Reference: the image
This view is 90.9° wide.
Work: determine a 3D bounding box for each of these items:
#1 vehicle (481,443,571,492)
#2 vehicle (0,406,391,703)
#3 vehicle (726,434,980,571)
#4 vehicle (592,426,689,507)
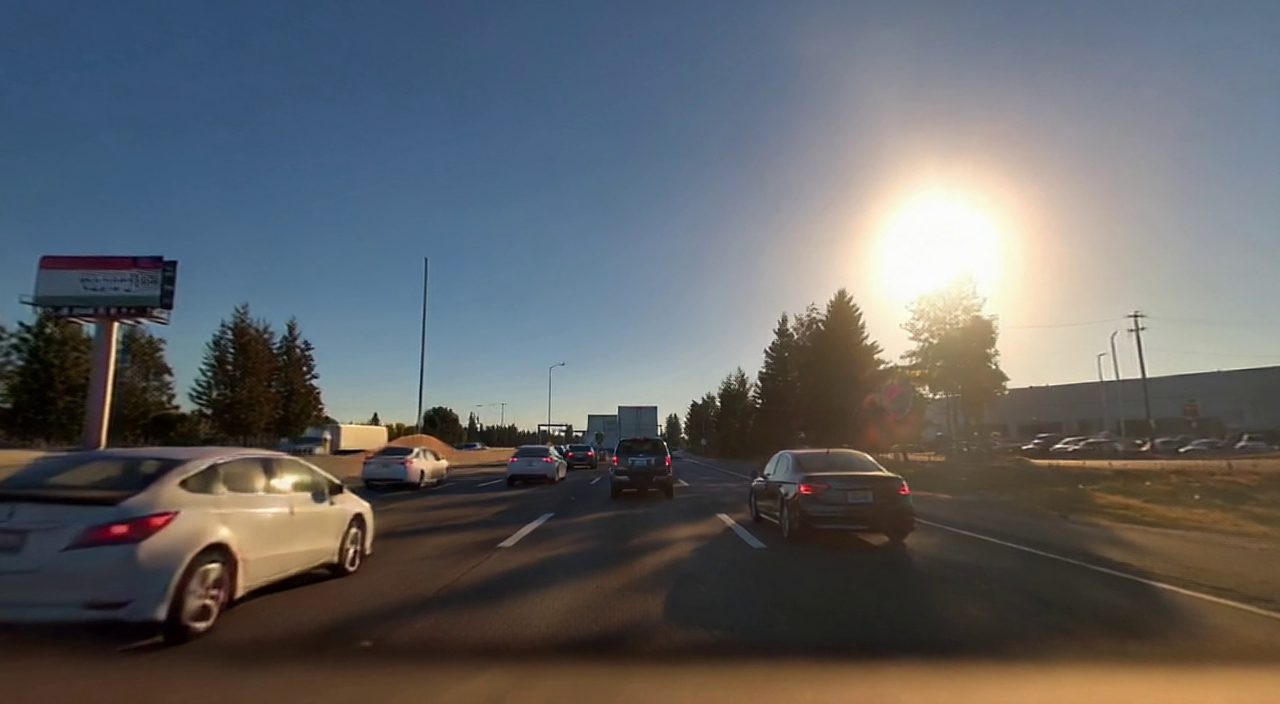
[{"bbox_3d":[-3.670,3.807,21.182,2.132,1.464,4.481,0,-9,1],"label":"vehicle"},{"bbox_3d":[-3.769,1.316,4.970,1.883,1.500,4.161,0,-9,0],"label":"vehicle"},{"bbox_3d":[2.661,1.996,9.234,2.018,1.470,4.491,0,-9,-2],"label":"vehicle"},{"bbox_3d":[0.028,2.828,15.968,2.152,1.779,3.924,0,-9,1],"label":"vehicle"}]
